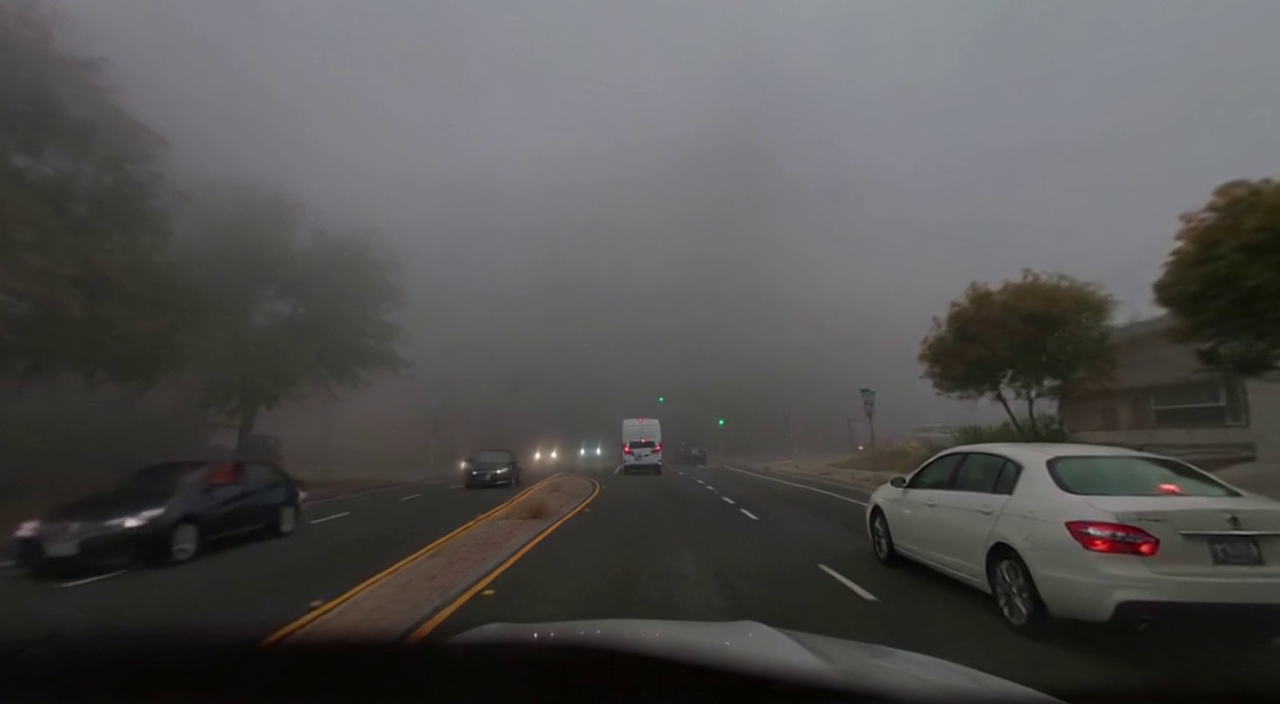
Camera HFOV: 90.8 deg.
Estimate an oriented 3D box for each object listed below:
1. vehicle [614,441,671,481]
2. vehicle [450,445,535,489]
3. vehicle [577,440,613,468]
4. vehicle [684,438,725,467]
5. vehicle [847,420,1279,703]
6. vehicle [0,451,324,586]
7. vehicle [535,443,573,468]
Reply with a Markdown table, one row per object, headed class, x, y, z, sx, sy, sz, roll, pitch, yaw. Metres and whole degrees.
| class | x | y | z | sx | sy | sz | roll | pitch | yaw |
| --- | --- | --- | --- | --- | --- | --- | --- | --- | --- |
| vehicle | 0.080 | 4.392 | 25.780 | 2.114 | 1.483 | 4.207 | 0 | -8 | 0 |
| vehicle | -5.524 | 4.381 | 24.449 | 2.193 | 1.502 | 4.913 | 0 | -8 | -1 |
| vehicle | -2.909 | 6.732 | 41.917 | 2.083 | 1.741 | 5.530 | 0 | -8 | -1 |
| vehicle | 4.233 | 6.707 | 42.345 | 2.187 | 1.847 | 4.553 | 0 | -8 | -1 |
| vehicle | 3.507 | 1.396 | 5.378 | 1.973 | 1.447 | 4.402 | 0 | -8 | 0 |
| vehicle | -6.756 | 2.269 | 9.535 | 2.070 | 1.454 | 4.400 | 0 | -8 | -6 |
| vehicle | -6.297 | 7.623 | 46.799 | 2.146 | 1.768 | 4.664 | 0 | -8 | 1 |
